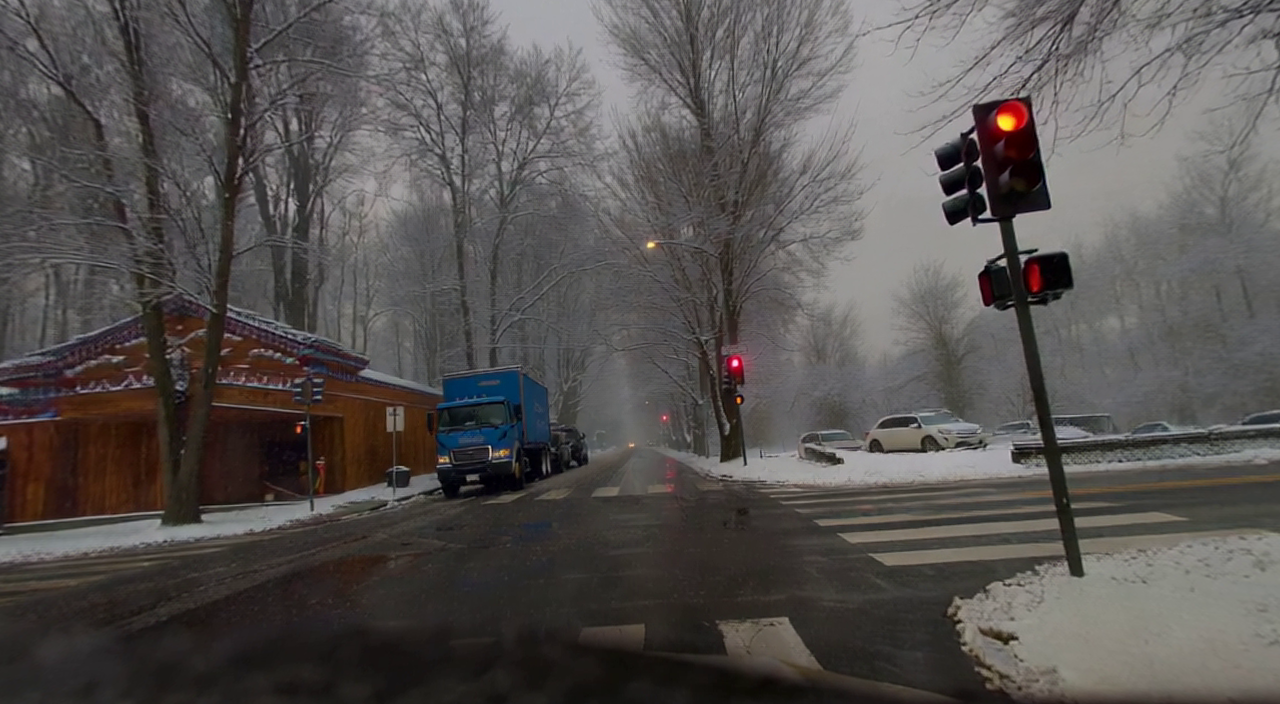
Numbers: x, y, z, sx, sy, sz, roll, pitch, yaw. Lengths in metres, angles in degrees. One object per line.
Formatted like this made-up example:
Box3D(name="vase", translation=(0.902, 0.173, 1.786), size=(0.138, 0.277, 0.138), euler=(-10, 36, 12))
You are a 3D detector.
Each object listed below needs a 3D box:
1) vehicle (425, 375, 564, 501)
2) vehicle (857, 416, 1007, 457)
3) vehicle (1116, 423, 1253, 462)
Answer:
Box3D(name="vehicle", translation=(-5.728, 3.723, 27.147), size=(3.113, 4.041, 10.284), euler=(-7, -8, 0))
Box3D(name="vehicle", translation=(10.696, 3.141, 23.424), size=(4.643, 1.456, 1.820), euler=(-1, -8, 5))
Box3D(name="vehicle", translation=(24.952, 4.161, 29.028), size=(4.268, 1.695, 2.053), euler=(0, -8, 3))
